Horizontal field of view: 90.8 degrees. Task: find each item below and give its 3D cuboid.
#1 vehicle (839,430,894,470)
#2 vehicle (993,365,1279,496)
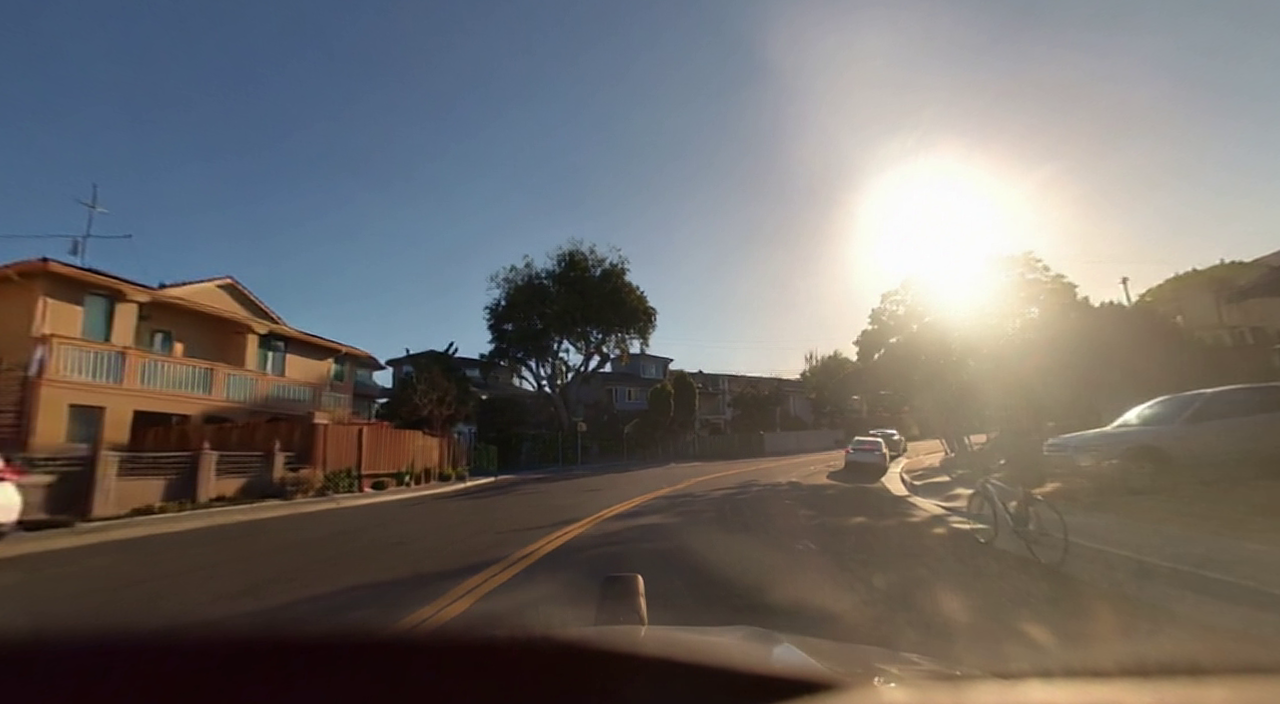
[{"bbox_3d":[10.644,4.560,29.518,2.105,1.705,4.392,-4,-9,22],"label":"vehicle"},{"bbox_3d":[10.773,1.462,12.311,6.099,1.973,2.450,-6,-9,7],"label":"vehicle"}]
